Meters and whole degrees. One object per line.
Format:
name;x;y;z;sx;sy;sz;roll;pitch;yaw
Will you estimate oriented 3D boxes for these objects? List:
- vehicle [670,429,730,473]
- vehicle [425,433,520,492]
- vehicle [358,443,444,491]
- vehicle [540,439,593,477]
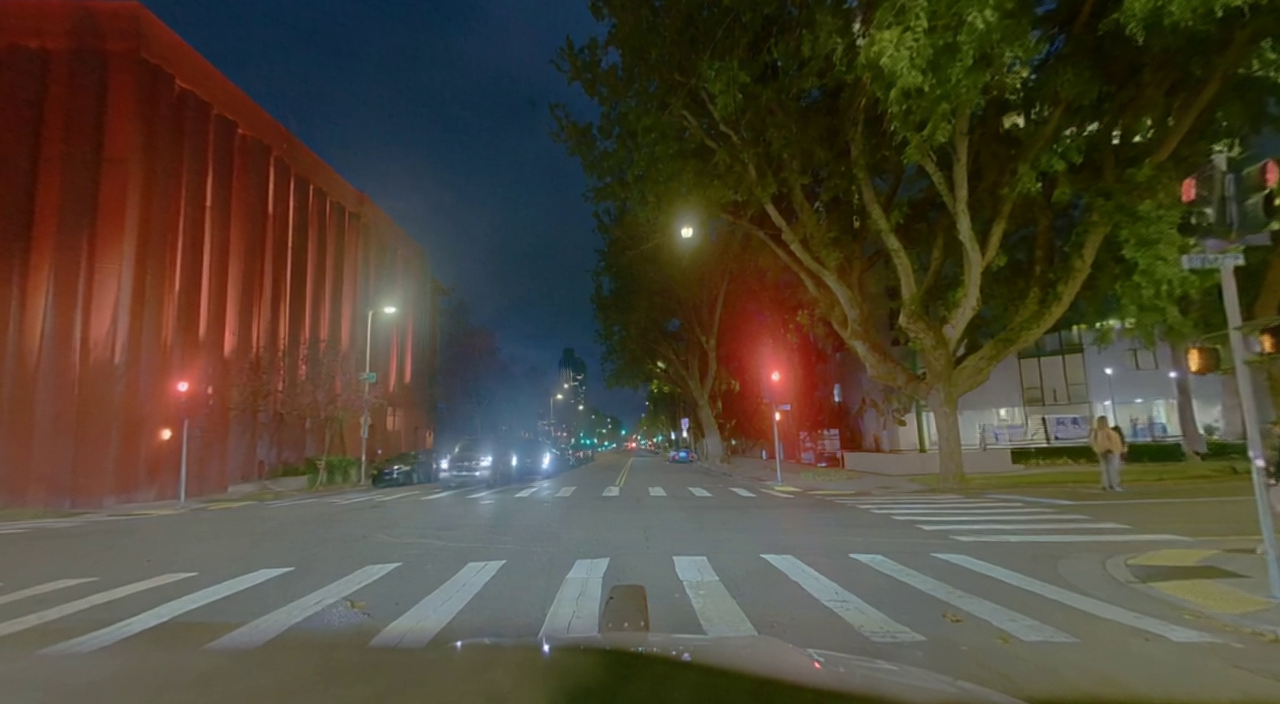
vehicle;3.101;5.305;34.008;2.557;2.188;5.164;0;-8;-2
vehicle;-5.866;3.920;22.846;2.242;1.887;4.924;0;-8;-2
vehicle;-9.917;4.751;26.580;2.216;1.804;4.526;1;-8;-6
vehicle;-3.258;4.786;28.694;2.033;1.596;4.142;0;-8;-2
